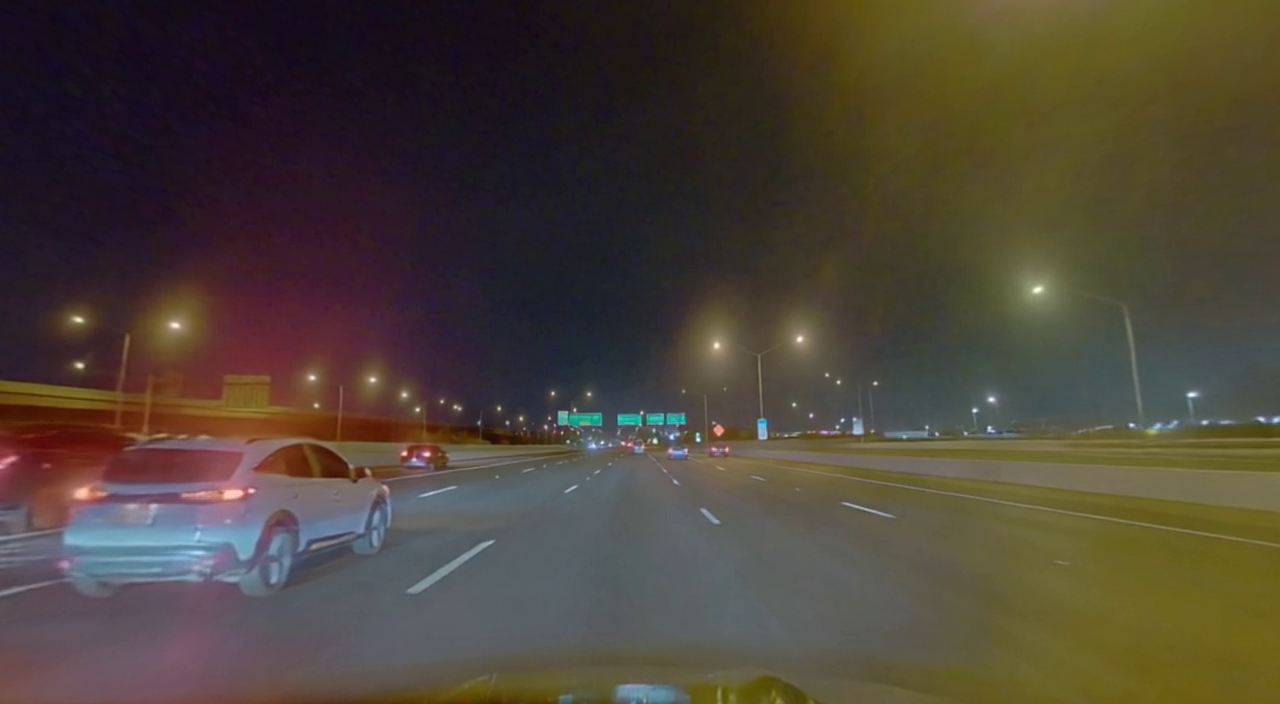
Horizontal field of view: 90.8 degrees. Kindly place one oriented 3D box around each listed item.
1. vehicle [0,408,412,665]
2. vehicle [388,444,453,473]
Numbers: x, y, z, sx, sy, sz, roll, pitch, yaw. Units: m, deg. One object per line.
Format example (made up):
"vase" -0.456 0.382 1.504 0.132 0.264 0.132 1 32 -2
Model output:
"vehicle" -4.052 1.428 6.069 2.051 1.516 4.493 0 -8 0
"vehicle" -11.375 5.513 33.032 1.861 1.373 4.211 0 -8 0
